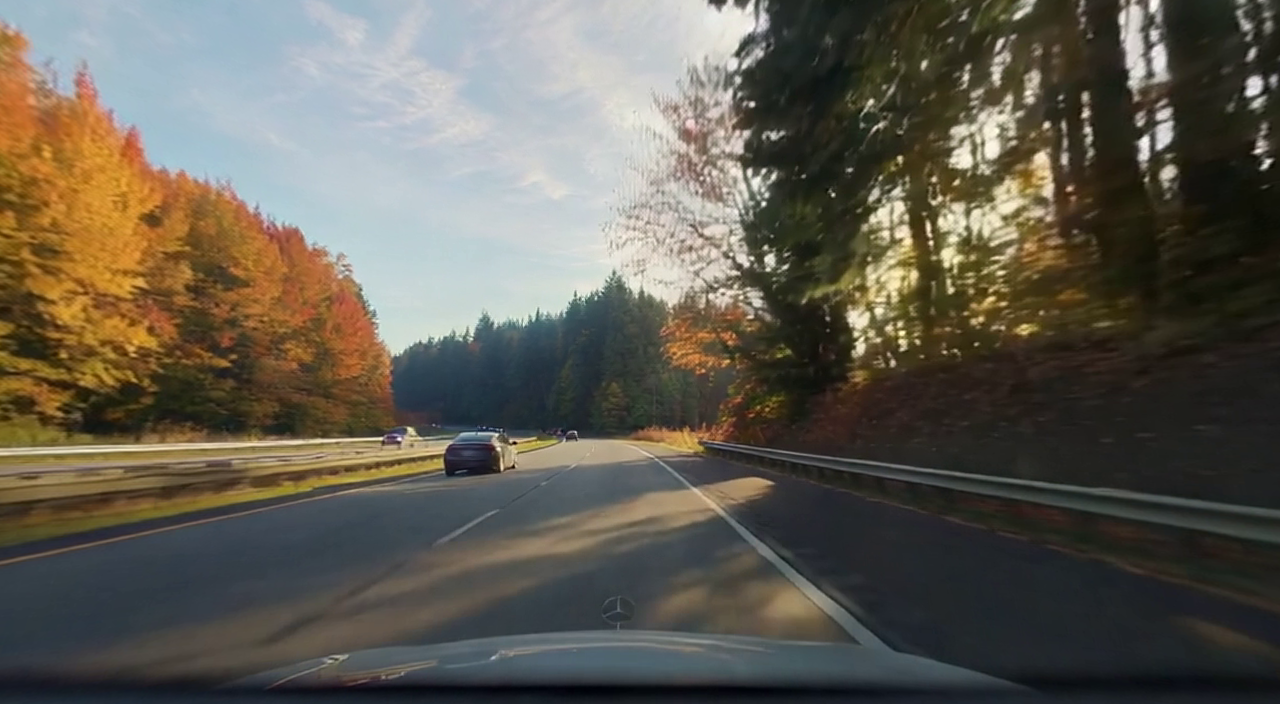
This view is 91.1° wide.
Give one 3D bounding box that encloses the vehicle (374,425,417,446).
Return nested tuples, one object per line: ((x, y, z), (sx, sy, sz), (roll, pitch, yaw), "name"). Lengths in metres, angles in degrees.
((-18.797, 6.445, 48.532), (1.815, 1.511, 3.997), (0, -8, -1), "vehicle")

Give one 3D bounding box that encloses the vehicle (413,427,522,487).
((-4.932, 3.044, 18.707), (2.073, 1.559, 4.393), (0, -8, -1), "vehicle")
